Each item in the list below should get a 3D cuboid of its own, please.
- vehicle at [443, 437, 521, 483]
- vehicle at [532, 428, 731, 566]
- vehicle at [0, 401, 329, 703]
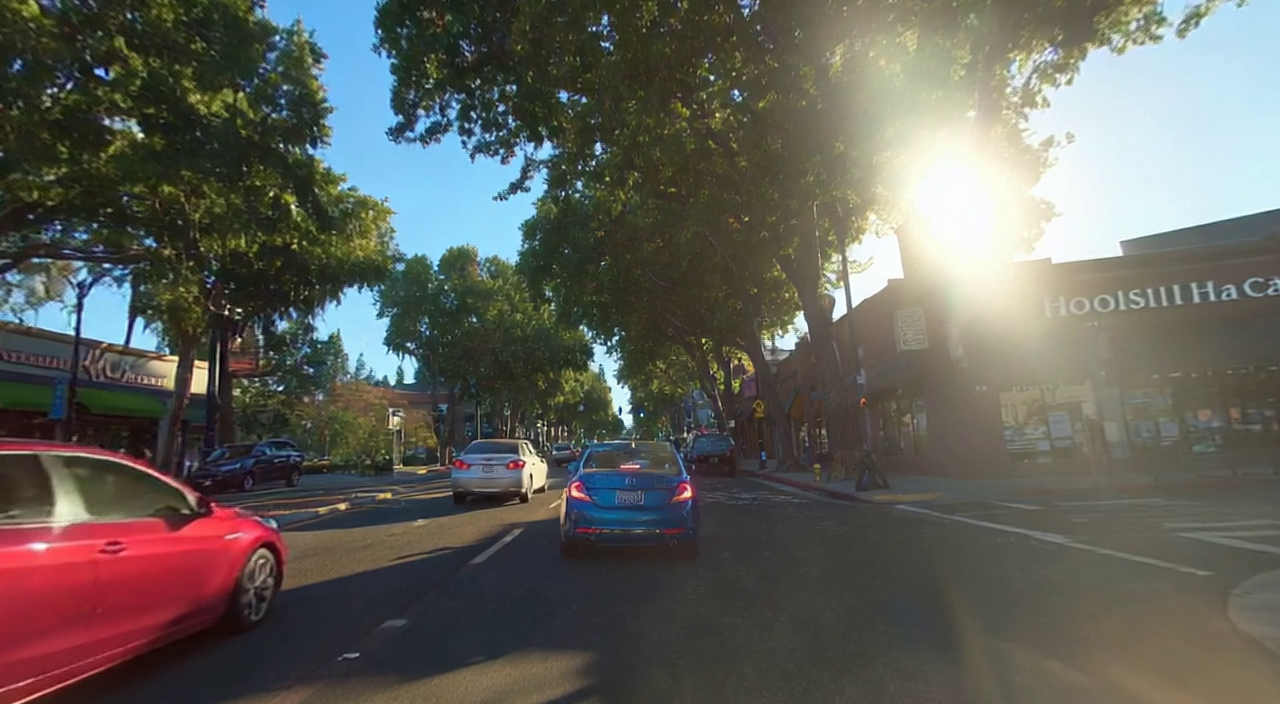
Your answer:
[{"bbox_3d":[-6.192,4.277,25.257,2.095,1.682,4.371,0,-9,-1],"label":"vehicle"},{"bbox_3d":[-0.095,1.894,8.954,2.160,1.482,4.037,0,-9,0],"label":"vehicle"},{"bbox_3d":[-3.460,1.007,2.917,1.905,1.473,4.016,0,-9,1],"label":"vehicle"}]
